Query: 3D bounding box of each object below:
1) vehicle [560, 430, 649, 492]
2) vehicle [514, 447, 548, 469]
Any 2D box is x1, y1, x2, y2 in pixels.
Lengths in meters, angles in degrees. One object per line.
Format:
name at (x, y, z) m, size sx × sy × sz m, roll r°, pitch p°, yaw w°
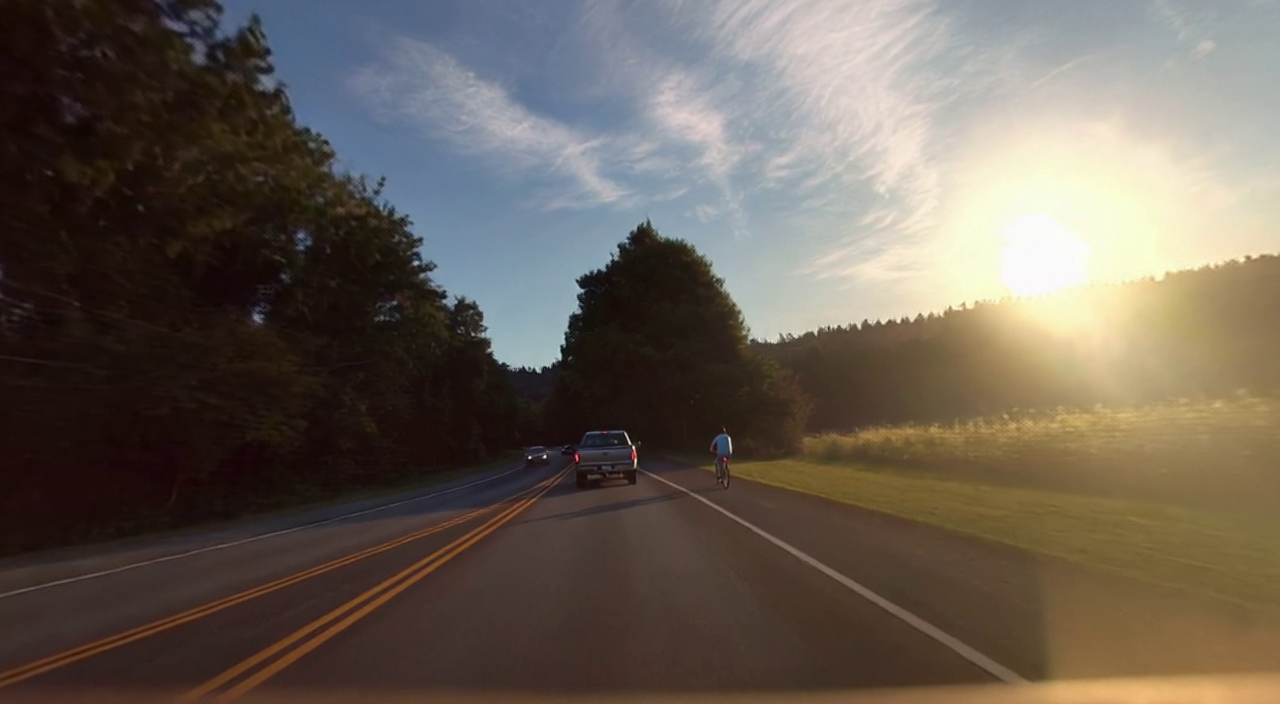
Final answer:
vehicle at (-1.156, 3.638, 21.467) m, size 2.631 × 1.798 × 5.331 m, roll 0°, pitch -8°, yaw -2°
vehicle at (-8.276, 8.043, 48.245) m, size 2.118 × 1.513 × 4.602 m, roll 0°, pitch -8°, yaw -5°
